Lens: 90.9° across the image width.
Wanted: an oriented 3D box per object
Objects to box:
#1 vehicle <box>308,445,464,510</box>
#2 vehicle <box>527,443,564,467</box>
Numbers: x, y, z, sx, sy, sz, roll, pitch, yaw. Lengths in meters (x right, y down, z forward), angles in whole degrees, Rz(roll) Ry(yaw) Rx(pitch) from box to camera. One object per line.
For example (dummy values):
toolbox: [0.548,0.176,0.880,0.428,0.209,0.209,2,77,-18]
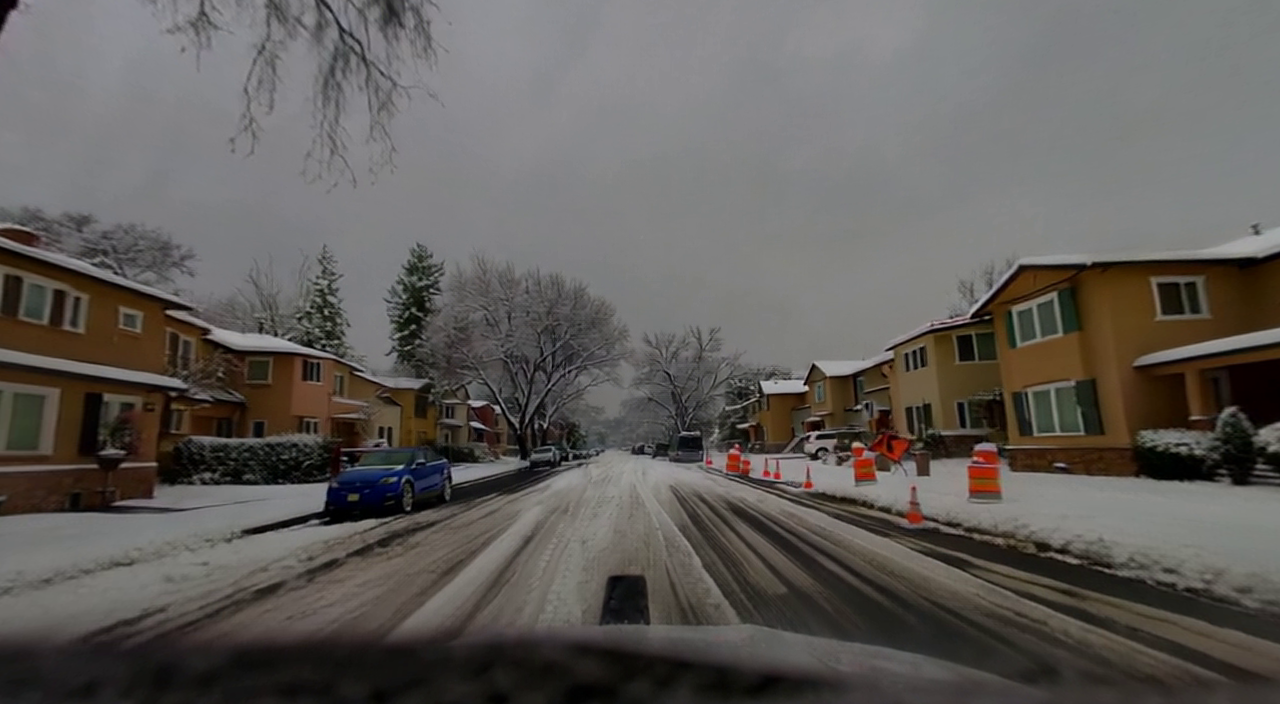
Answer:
vehicle: [-6.476,3.232,16.775,2.137,1.481,4.503,0,-9,2]
vehicle: [-6.562,7.184,44.119,1.957,1.608,4.476,0,-9,-1]
